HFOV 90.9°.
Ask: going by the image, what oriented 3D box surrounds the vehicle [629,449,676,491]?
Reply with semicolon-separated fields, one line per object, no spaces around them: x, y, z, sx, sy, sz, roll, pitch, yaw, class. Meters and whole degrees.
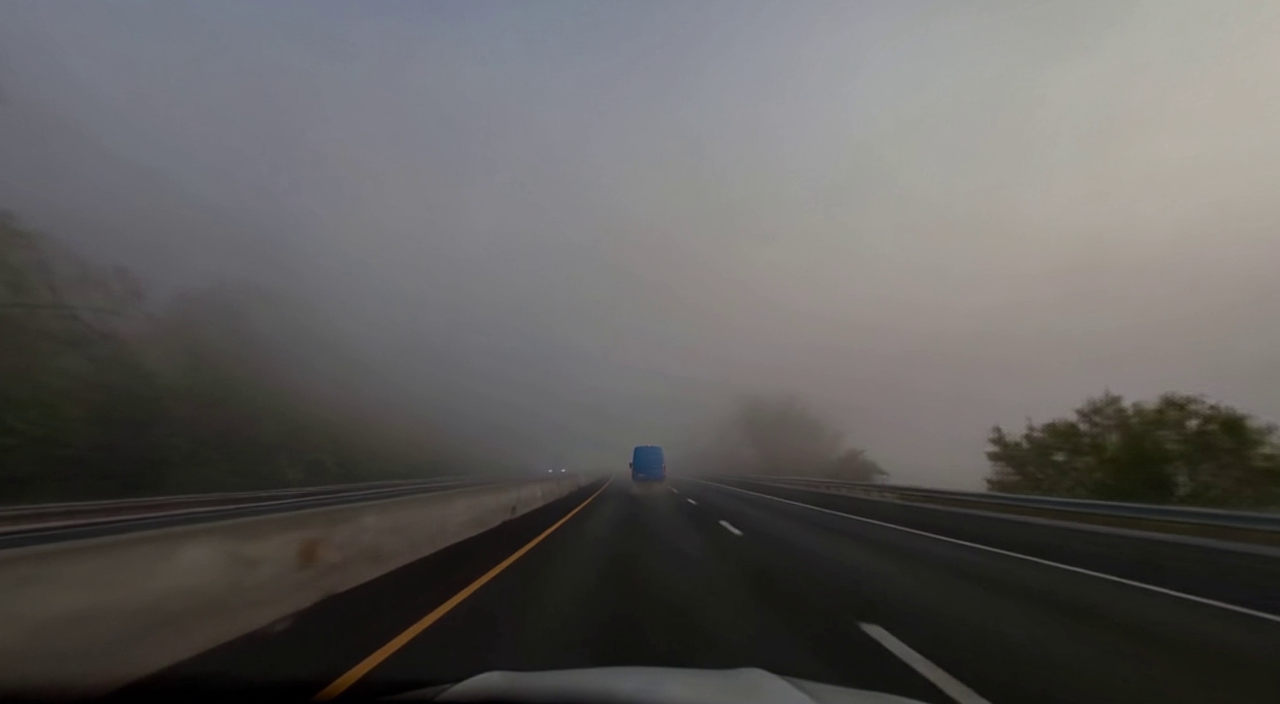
0.662;6.748;36.015;2.429;2.167;4.558;1;-11;-2;vehicle
